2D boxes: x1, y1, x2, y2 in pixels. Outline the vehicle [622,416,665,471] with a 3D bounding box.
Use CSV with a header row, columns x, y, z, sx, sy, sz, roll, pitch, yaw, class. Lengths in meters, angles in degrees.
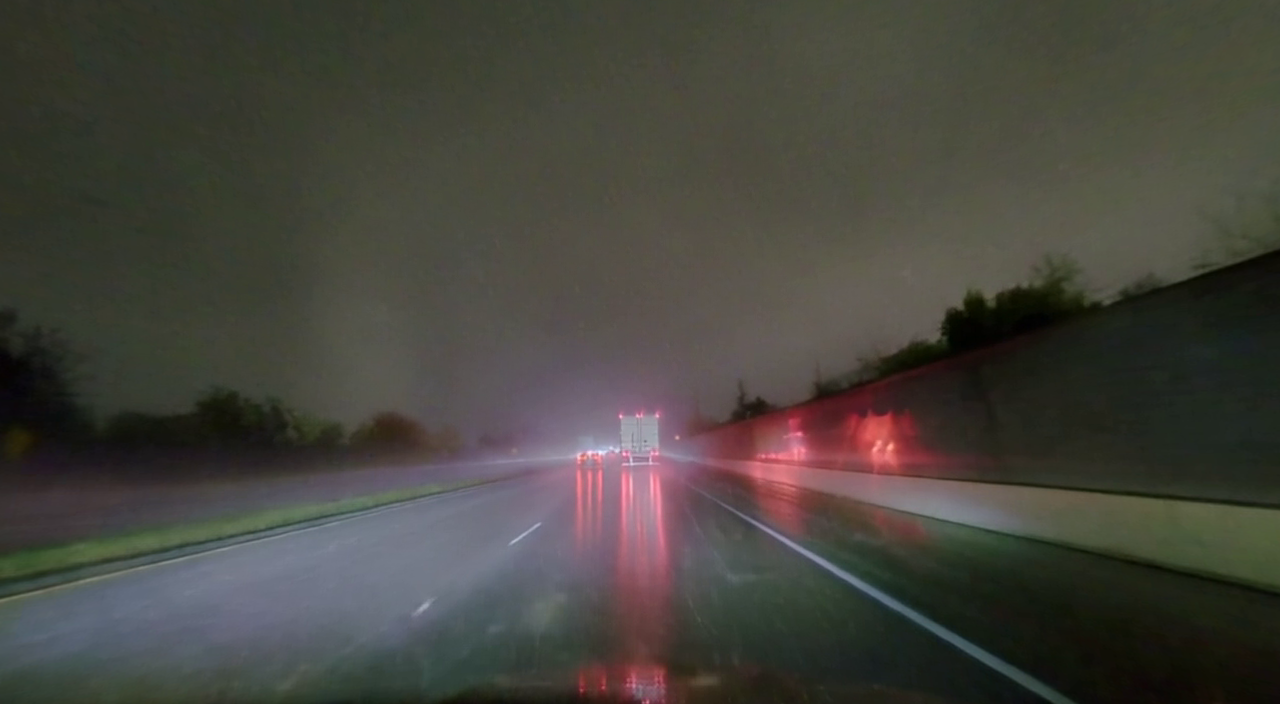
x,y,z,sx,sy,sz,roll,pitch,yaw,class
0.128,7.046,48.459,2.864,3.805,9.500,0,-9,-2,vehicle
